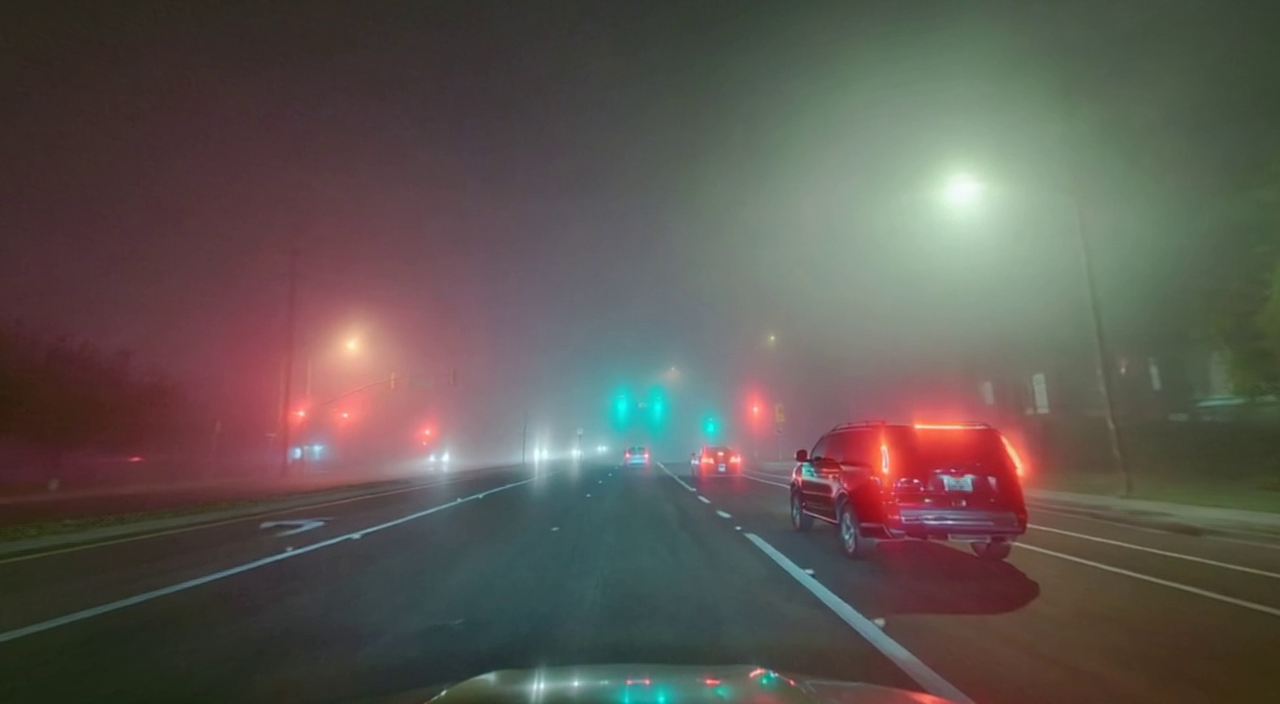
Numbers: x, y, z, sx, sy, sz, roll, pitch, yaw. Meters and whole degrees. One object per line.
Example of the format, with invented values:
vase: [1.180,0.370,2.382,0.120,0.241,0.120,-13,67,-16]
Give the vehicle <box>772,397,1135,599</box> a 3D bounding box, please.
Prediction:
vehicle: [3.253,1.631,7.916,2.129,1.761,4.610,0,-9,0]

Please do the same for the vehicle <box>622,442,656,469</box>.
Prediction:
vehicle: [-0.096,6.810,41.563,2.146,1.685,4.003,0,-9,-1]

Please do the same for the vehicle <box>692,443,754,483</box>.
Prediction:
vehicle: [3.186,4.361,25.021,1.889,1.451,4.180,0,-9,0]
